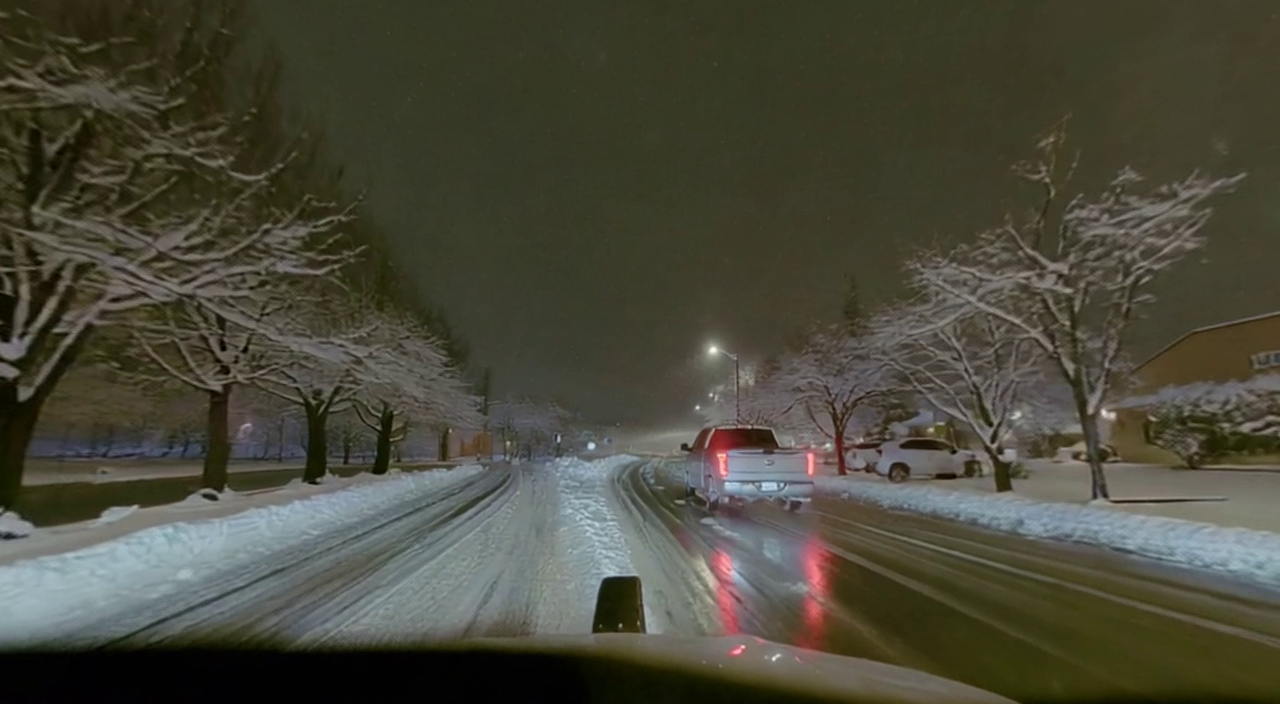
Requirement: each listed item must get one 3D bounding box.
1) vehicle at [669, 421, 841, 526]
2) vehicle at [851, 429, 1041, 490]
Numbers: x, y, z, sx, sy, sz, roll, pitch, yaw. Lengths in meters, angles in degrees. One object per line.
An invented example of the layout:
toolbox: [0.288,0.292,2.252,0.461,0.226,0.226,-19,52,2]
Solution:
vehicle: [2.296,2.680,14.689,2.402,1.922,5.677,1,-8,-6]
vehicle: [14.107,5.043,29.483,7.551,2.142,2.896,5,-10,-5]
